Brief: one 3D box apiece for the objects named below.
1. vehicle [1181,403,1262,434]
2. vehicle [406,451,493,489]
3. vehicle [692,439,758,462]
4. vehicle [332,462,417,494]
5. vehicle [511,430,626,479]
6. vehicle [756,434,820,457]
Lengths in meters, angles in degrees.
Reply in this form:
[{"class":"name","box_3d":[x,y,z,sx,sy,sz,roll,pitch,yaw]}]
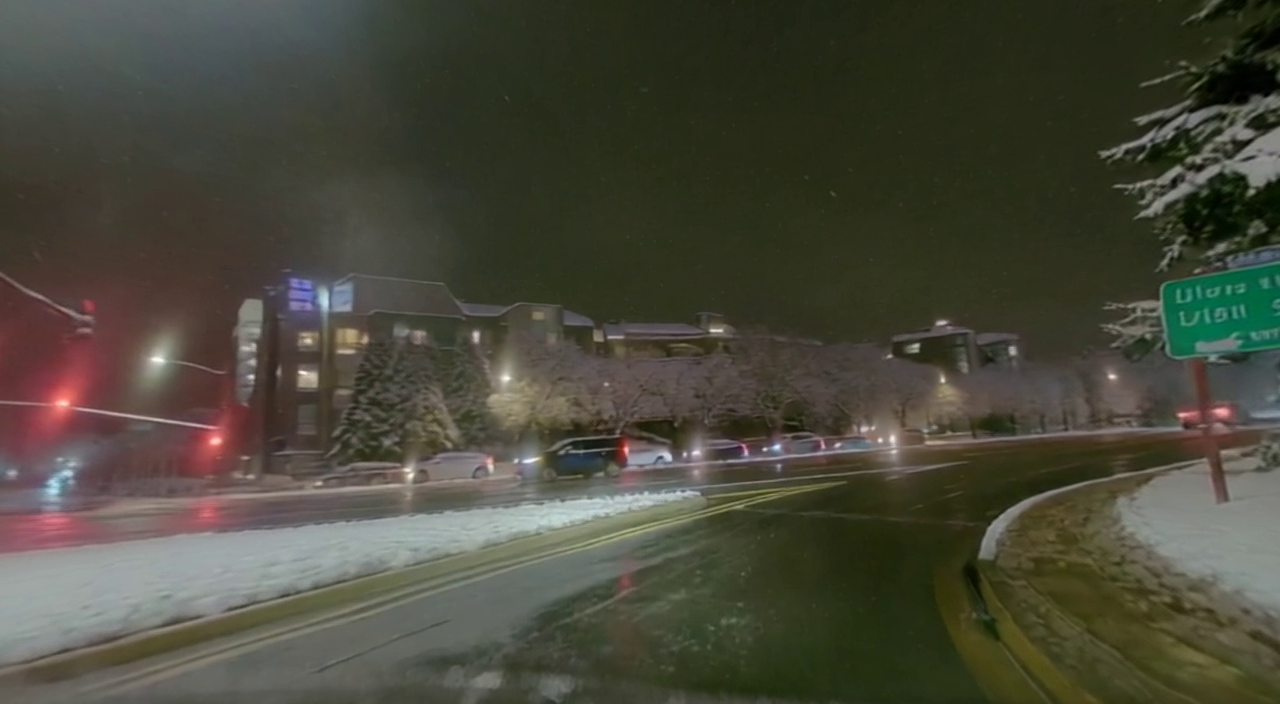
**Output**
[{"class":"vehicle","box_3d":[37.893,4.327,41.147,4.496,1.765,2.059,1,-10,-24]},{"class":"vehicle","box_3d":[-11.065,6.787,36.757,4.510,1.764,1.947,1,-8,-29]},{"class":"vehicle","box_3d":[6.236,7.276,46.411,4.513,1.582,1.842,5,-12,-28]},{"class":"vehicle","box_3d":[-15.978,7.565,38.070,4.493,1.455,1.946,1,-8,-30]},{"class":"vehicle","box_3d":[-3.756,5.556,33.720,5.636,2.053,2.225,8,-19,-26]},{"class":"vehicle","box_3d":[11.585,7.337,49.484,4.727,1.681,1.926,4,-11,-28]}]
